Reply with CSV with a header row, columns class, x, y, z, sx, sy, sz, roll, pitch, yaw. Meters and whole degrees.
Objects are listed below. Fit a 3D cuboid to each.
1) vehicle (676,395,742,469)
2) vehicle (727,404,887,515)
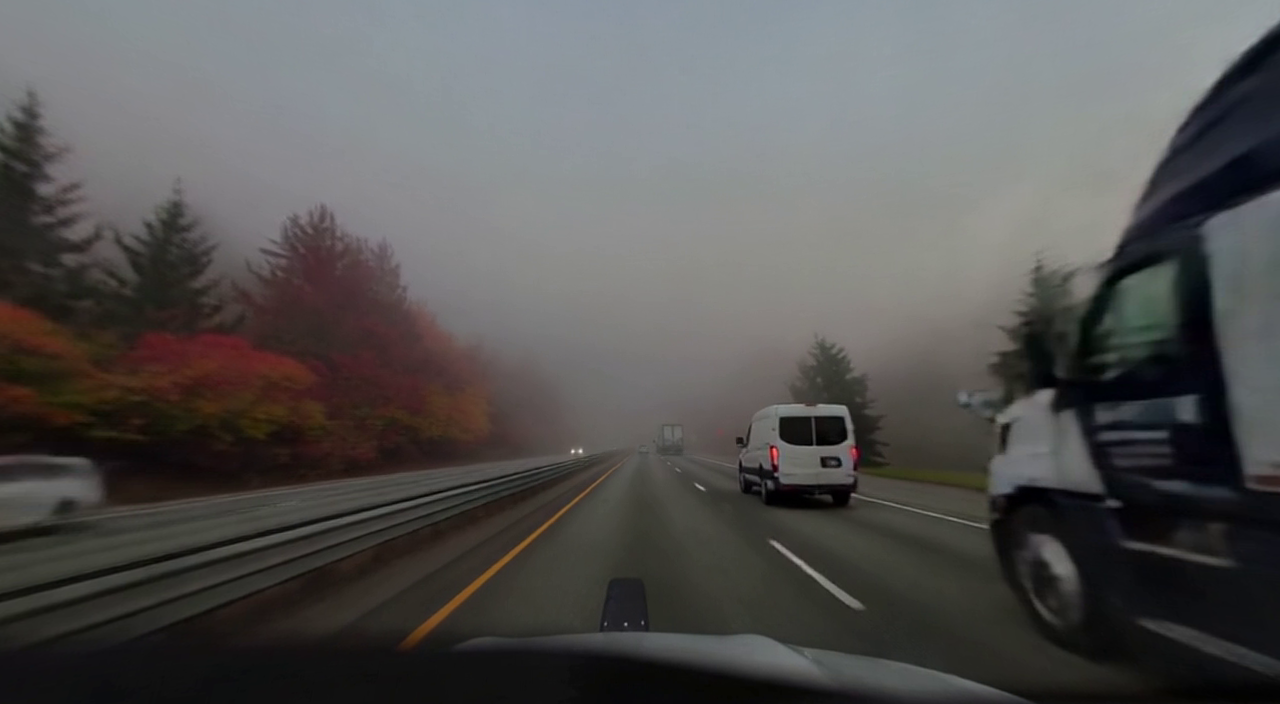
class,x,y,z,sx,sy,sz,roll,pitch,yaw
vehicle,4.427,5.768,44.341,3.208,4.202,15.777,0,-8,1
vehicle,3.569,2.439,14.698,2.291,2.112,5.052,0,-8,0
